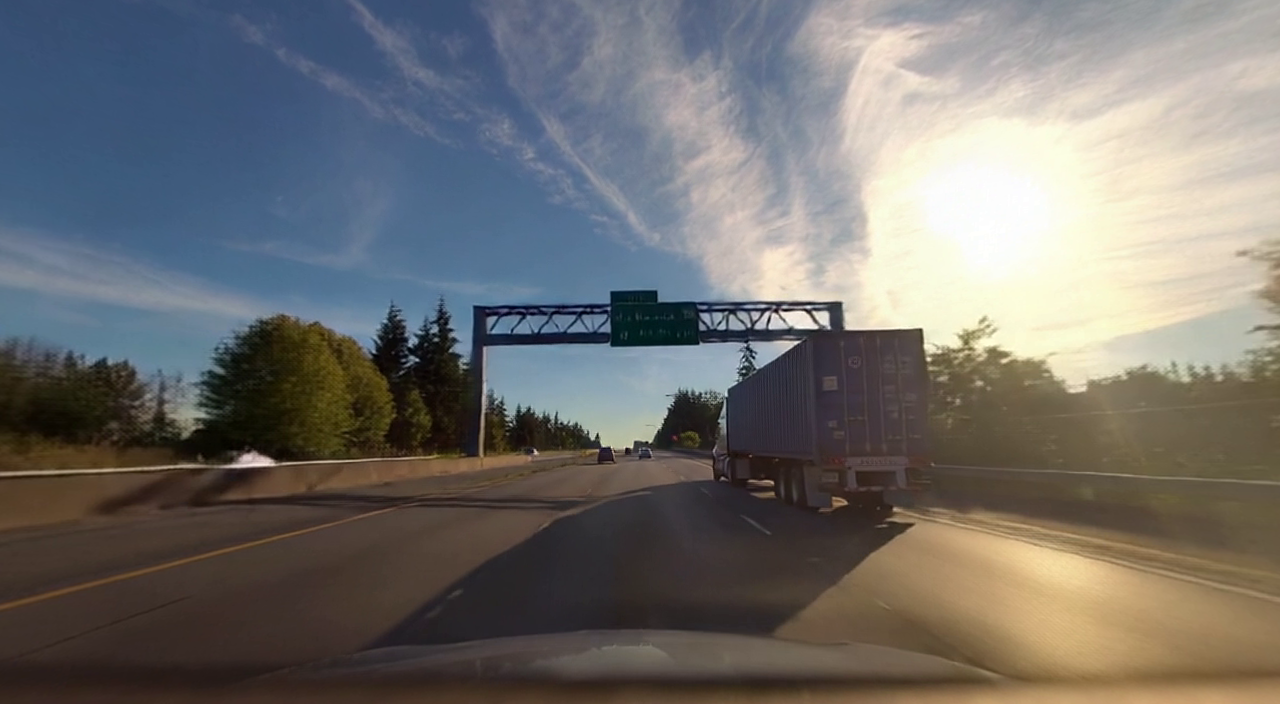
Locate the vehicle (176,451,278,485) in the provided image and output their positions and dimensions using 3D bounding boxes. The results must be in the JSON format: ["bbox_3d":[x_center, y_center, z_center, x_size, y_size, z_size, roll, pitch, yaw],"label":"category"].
[{"bbox_3d":[-19.818,5.545,30.511,1.934,1.490,4.366,0,-9,0],"label":"vehicle"}]

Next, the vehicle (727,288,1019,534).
[{"bbox_3d":[4.662,1.923,16.802,2.821,4.046,12.876,0,-9,0],"label":"vehicle"}]
